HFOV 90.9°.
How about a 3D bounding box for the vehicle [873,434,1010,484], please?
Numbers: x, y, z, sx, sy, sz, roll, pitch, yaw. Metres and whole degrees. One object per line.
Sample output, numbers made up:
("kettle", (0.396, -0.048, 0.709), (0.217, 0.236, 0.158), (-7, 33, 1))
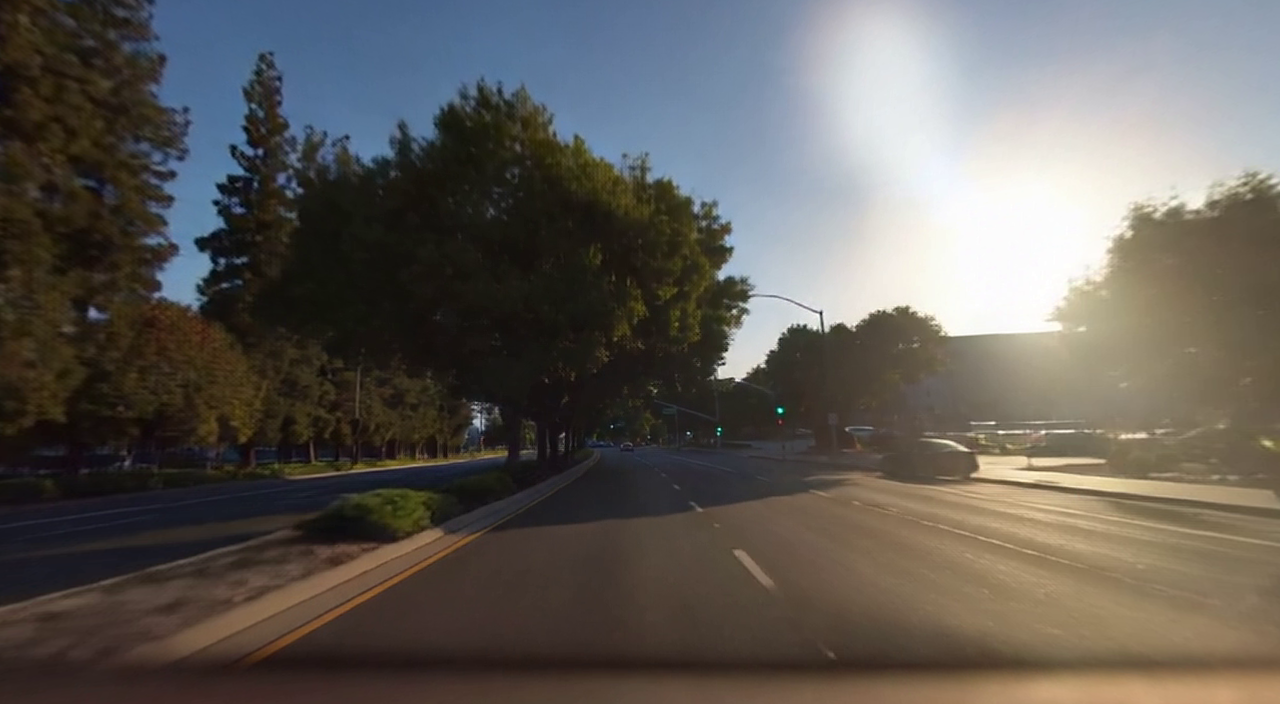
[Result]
("vehicle", (10.510, 3.759, 22.548), (2.034, 1.551, 5.228), (1, -8, -4))

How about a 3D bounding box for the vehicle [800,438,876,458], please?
("vehicle", (14.745, 7.160, 47.116), (4.982, 1.441, 1.951), (0, -8, -3))
